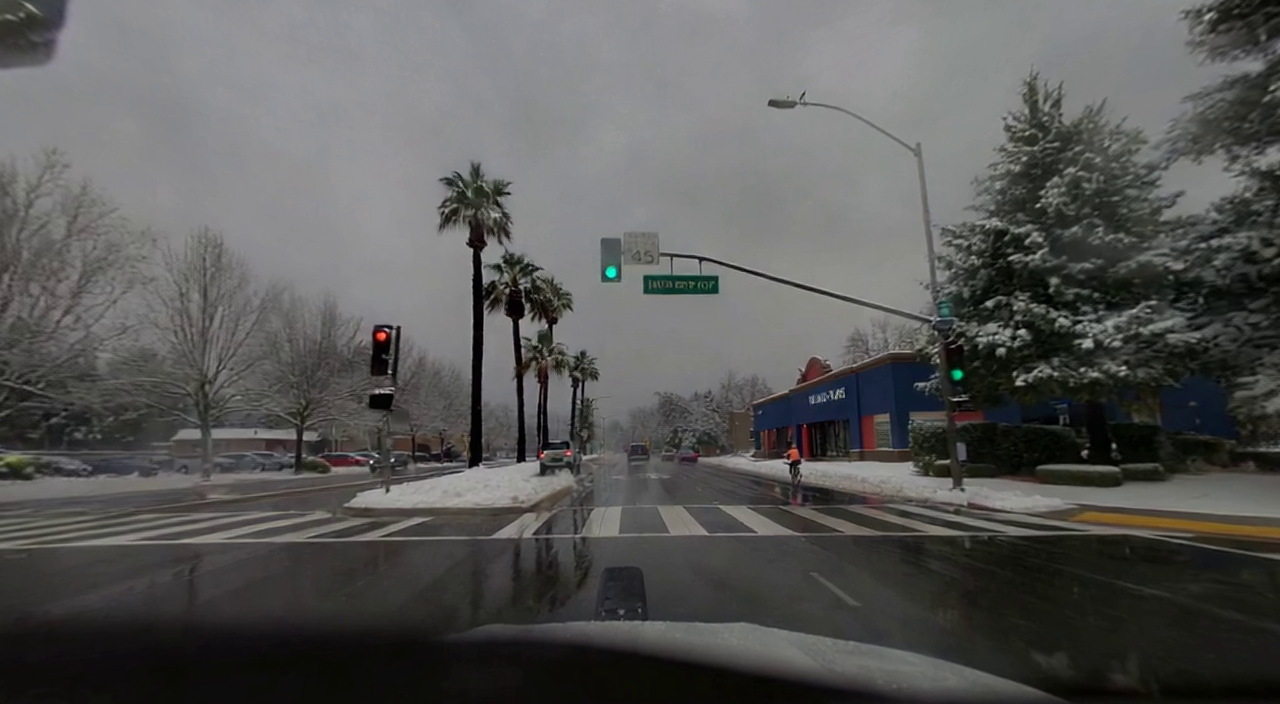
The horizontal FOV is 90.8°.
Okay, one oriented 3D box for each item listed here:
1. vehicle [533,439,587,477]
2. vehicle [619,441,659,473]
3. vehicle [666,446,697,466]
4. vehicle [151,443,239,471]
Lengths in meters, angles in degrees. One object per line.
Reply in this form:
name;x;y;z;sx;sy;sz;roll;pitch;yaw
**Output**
vehicle;-3.905;5.268;31.645;2.071;1.744;4.500;0;-8;1
vehicle;-0.080;5.835;35.309;2.102;1.653;3.698;0;-9;-1
vehicle;3.164;8.095;49.221;2.004;1.440;4.292;0;-8;-2
vehicle;-34.381;8.139;48.891;5.109;2.014;2.269;-2;-10;2
